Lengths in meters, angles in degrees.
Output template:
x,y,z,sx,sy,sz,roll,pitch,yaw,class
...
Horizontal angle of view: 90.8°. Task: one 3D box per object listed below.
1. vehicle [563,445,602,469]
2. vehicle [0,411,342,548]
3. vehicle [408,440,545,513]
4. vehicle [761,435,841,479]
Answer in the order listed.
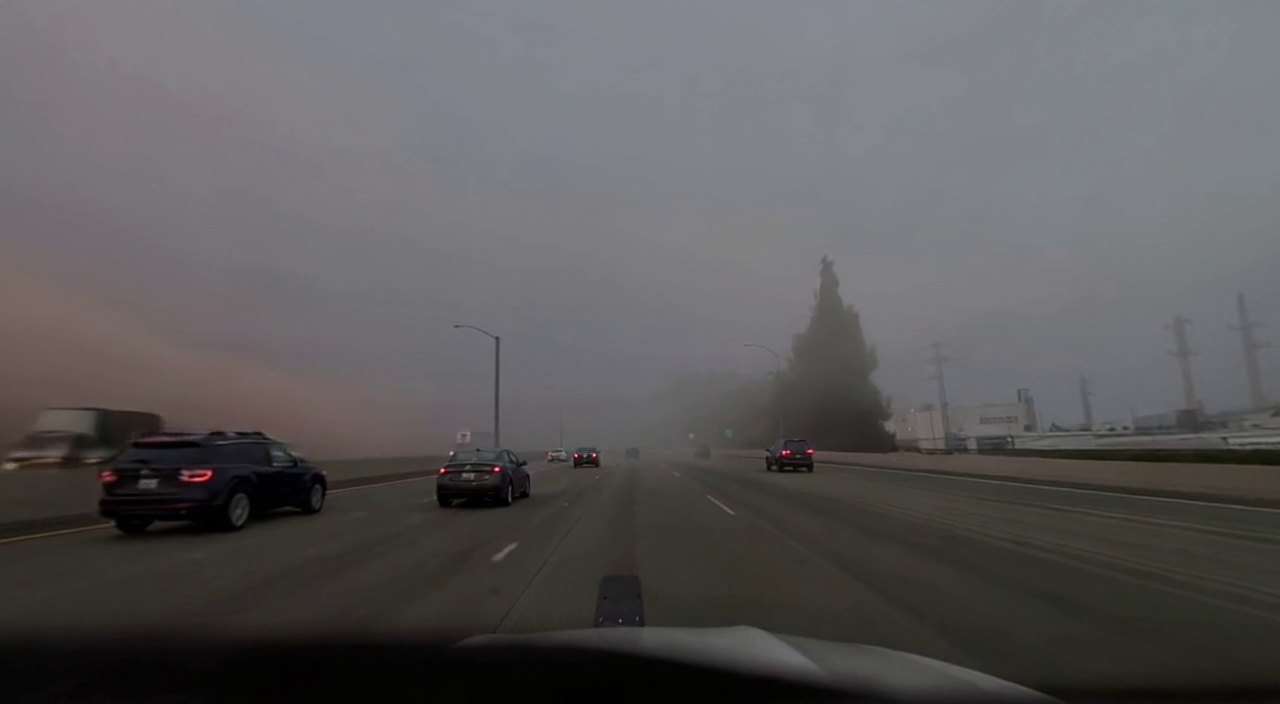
x,y,z,sx,sy,sz,roll,pitch,yaw,class
-3.625,6.716,40.581,2.078,1.464,4.093,0,-9,0,vehicle
-7.544,2.068,10.899,2.310,1.787,4.955,0,-9,1,vehicle
-3.690,2.899,15.236,2.047,1.469,4.614,0,-9,0,vehicle
6.919,4.569,27.685,2.147,1.769,4.666,0,-9,-1,vehicle
